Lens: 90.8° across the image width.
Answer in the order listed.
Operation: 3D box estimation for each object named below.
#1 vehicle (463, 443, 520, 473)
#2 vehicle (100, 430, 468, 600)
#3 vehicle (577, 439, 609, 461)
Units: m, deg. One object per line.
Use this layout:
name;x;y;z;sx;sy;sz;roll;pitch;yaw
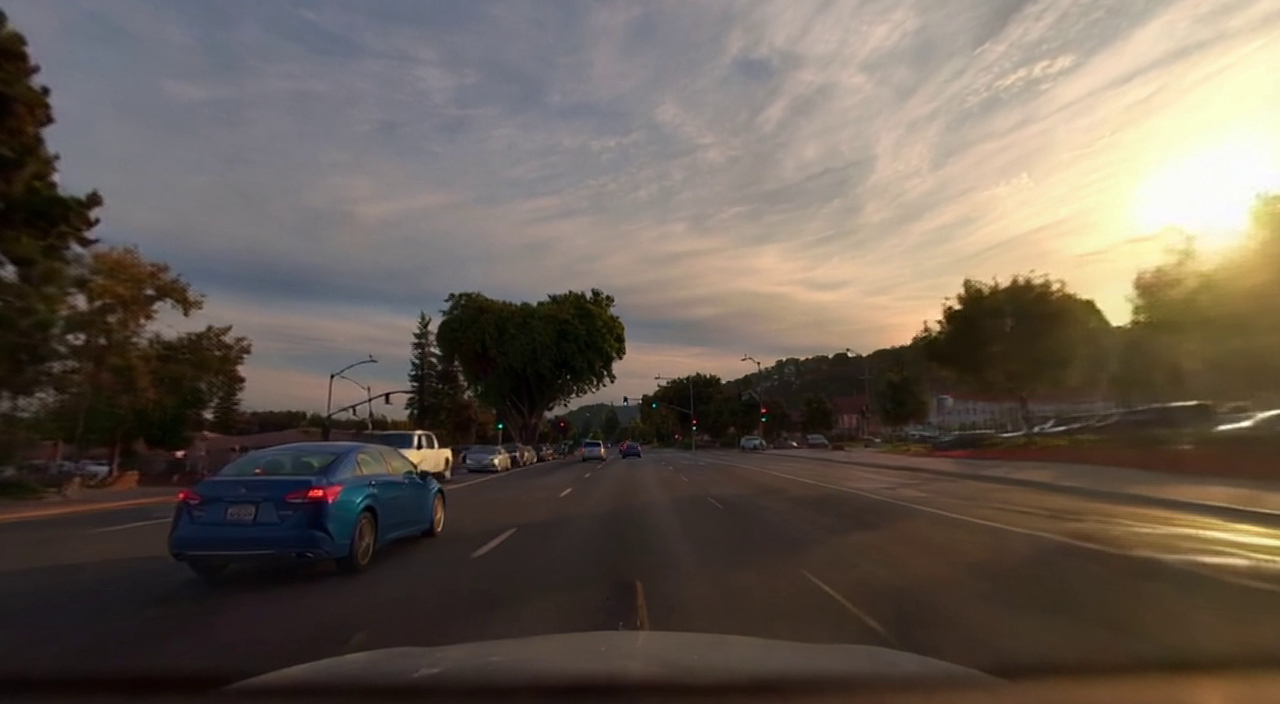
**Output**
vehicle;-7.658;5.507;33.059;1.920;1.456;4.534;0;-8;0
vehicle;-3.643;1.714;7.638;1.905;1.418;4.396;0;-8;0
vehicle;-3.571;7.573;48.894;2.103;1.592;4.160;0;-8;0
